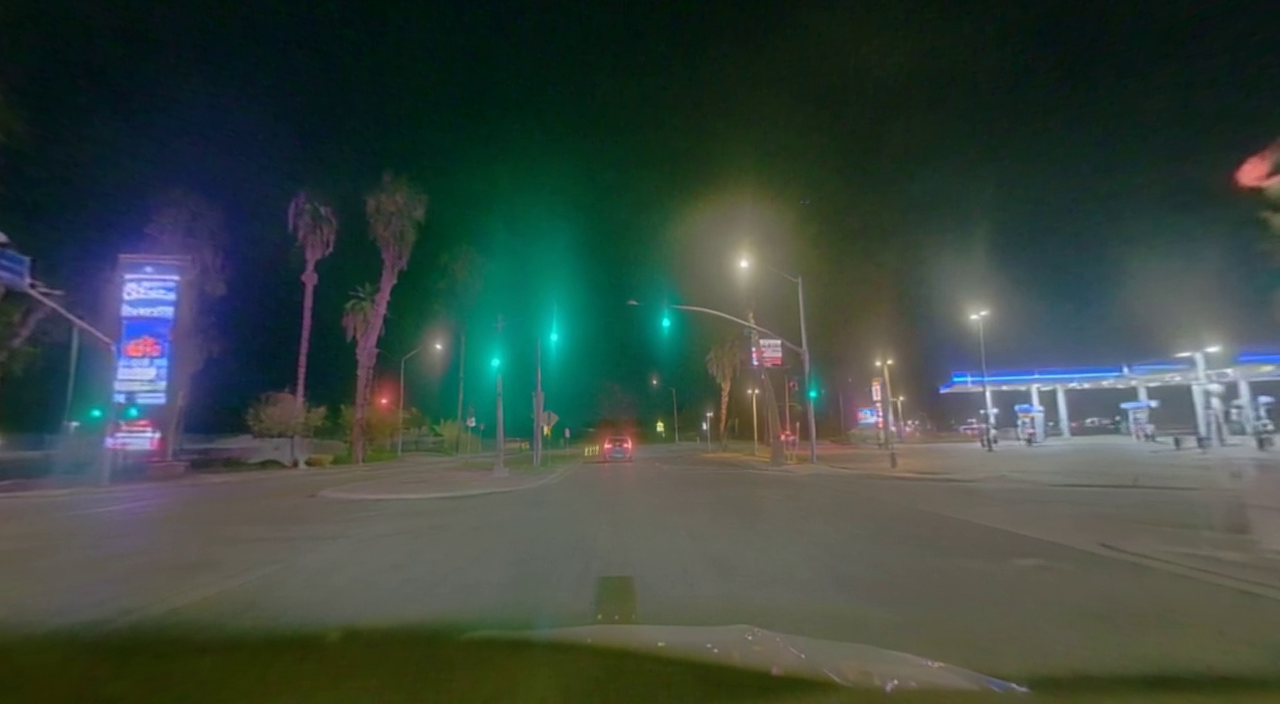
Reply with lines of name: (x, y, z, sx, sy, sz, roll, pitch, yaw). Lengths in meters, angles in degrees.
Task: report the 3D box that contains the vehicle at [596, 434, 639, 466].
vehicle: (-1.209, 5.150, 33.268, 2.073, 1.525, 4.809, 0, -9, -2)
